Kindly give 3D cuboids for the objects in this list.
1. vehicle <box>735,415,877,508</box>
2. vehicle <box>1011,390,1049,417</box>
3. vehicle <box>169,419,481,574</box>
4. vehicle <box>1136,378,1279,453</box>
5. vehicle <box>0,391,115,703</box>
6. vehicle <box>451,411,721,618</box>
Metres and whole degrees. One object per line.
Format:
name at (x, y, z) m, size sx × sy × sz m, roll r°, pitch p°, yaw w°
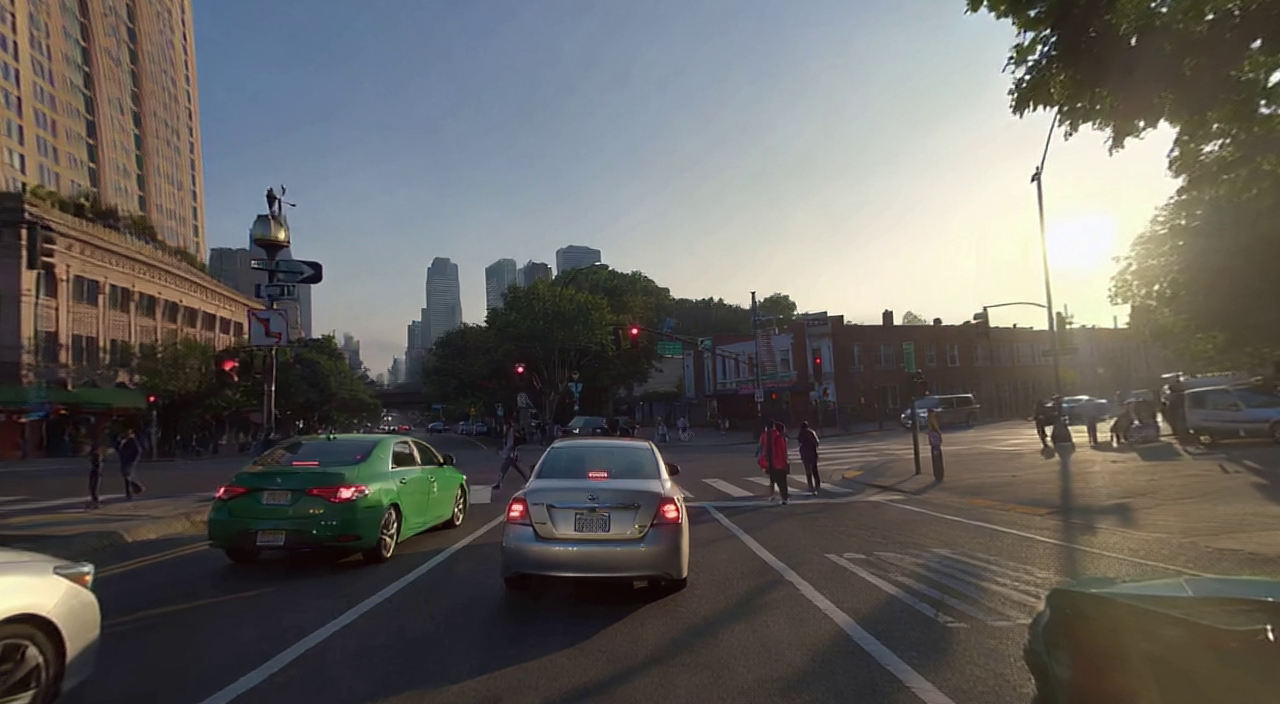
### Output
vehicle at (3.338, 2.320, 13.688) m, size 1.958 × 1.667 × 4.392 m, roll 0°, pitch -8°, yaw 2°
vehicle at (30.040, 4.009, 48.577) m, size 1.979 × 1.769 × 4.657 m, roll -6°, pitch -10°, yaw 35°
vehicle at (-3.685, 1.758, 8.486) m, size 1.934 × 1.522 × 4.287 m, roll 0°, pitch -8°, yaw 0°
vehicle at (21.641, 2.359, 22.874) m, size 5.863 × 2.493 × 2.354 m, roll 2°, pitch -9°, yaw -12°
vehicle at (-3.906, 0.702, 1.189) m, size 1.995 × 1.524 × 4.438 m, roll 0°, pitch -8°, yaw 0°
vehicle at (-0.416, 1.501, 6.724) m, size 1.999 × 1.520 × 3.896 m, roll 0°, pitch -8°, yaw 0°
